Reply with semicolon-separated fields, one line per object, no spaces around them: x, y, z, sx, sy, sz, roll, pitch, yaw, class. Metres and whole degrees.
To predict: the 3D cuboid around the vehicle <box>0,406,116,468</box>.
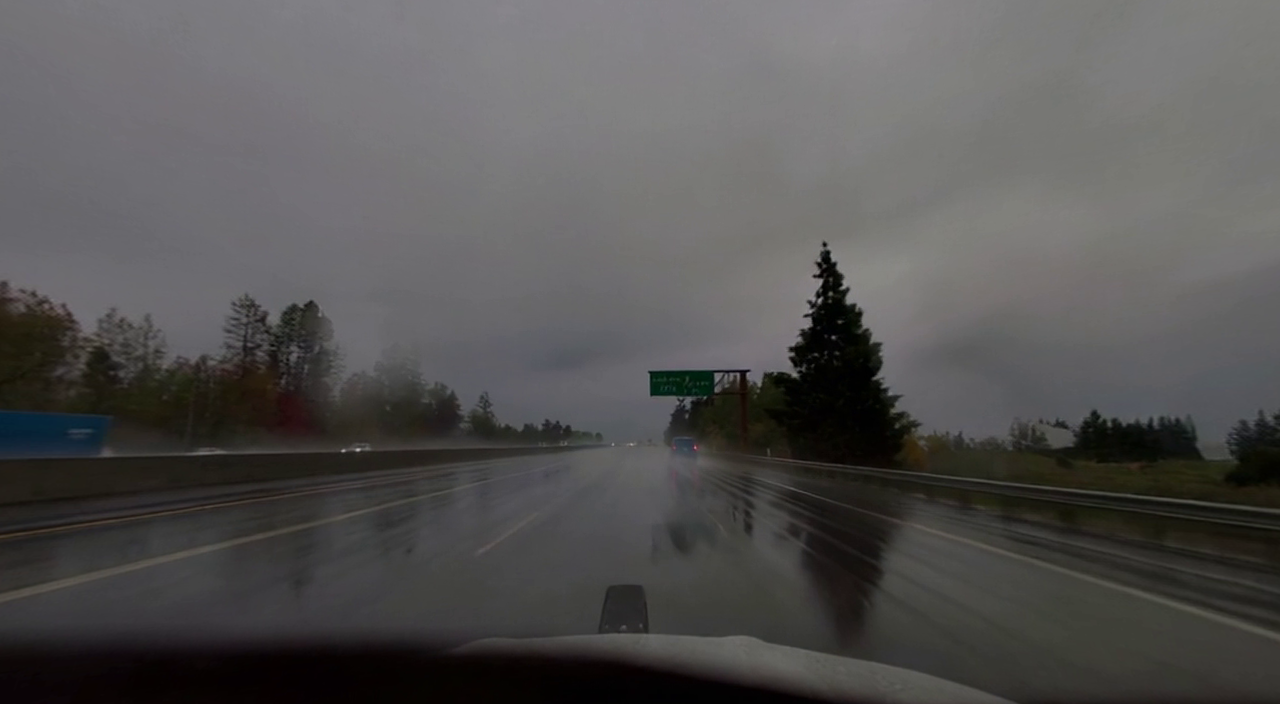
-42.690;5.612;41.405;2.854;3.962;16.533;0;-8;-1;vehicle
